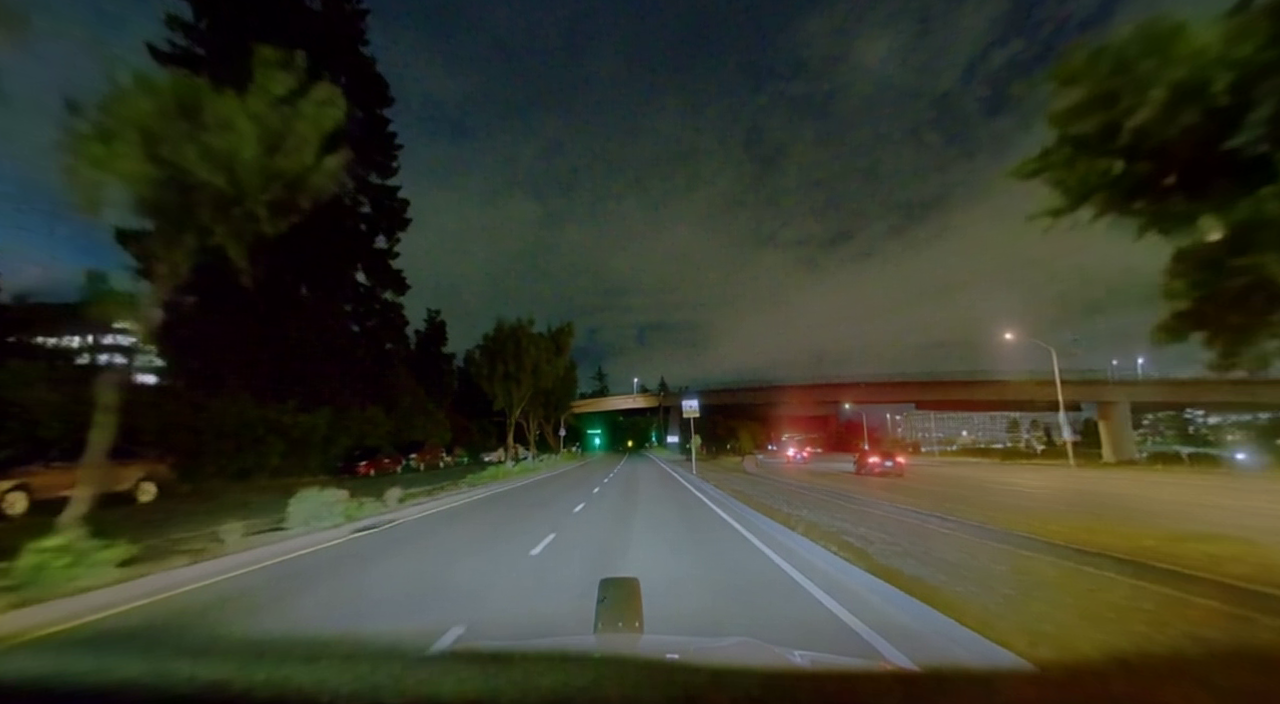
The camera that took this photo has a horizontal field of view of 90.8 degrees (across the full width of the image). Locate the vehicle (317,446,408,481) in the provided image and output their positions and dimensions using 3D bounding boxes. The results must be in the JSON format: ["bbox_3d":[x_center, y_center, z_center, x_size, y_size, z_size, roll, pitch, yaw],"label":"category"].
[{"bbox_3d":[-13.334,5.360,30.729,2.156,1.489,4.758,2,-8,1],"label":"vehicle"}]

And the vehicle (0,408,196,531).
[{"bbox_3d":[-13.452,2.532,14.205,2.307,2.349,6.335,1,-8,-1],"label":"vehicle"}]

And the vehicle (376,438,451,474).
[{"bbox_3d":[-12.969,6.014,36.699,2.064,1.809,5.545,3,-8,2],"label":"vehicle"}]
